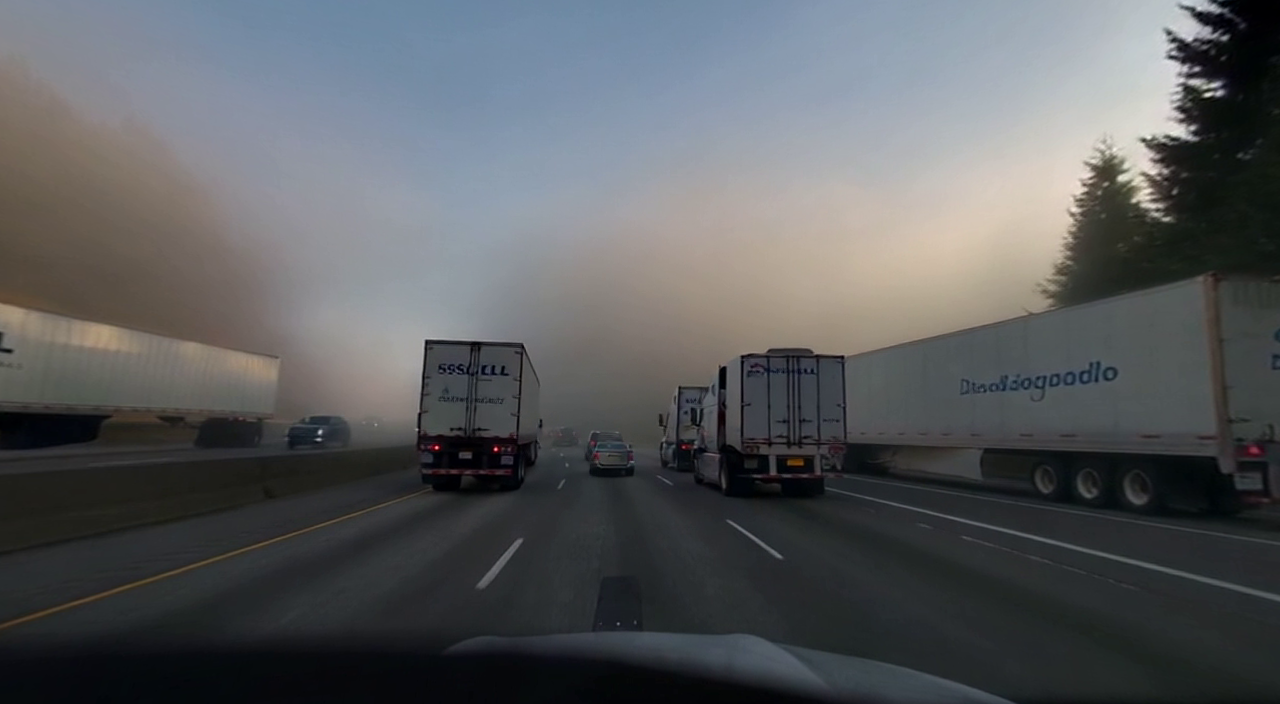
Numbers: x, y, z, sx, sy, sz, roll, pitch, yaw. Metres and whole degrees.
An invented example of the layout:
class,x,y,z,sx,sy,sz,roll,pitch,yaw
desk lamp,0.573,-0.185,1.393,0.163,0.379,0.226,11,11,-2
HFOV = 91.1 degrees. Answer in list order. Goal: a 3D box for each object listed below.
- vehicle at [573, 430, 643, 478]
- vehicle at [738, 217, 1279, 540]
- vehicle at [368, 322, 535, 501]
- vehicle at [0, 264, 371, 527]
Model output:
class,x,y,z,sx,sy,sz,roll,pitch,yaw
vehicle,-1.260,3.602,22.630,2.060,1.540,4.374,1,-8,-9
vehicle,7.242,0.970,12.901,2.820,4.084,13.786,4,-8,-26
vehicle,-4.717,1.817,17.857,2.822,3.788,8.799,1,-8,-6
vehicle,-11.065,0.981,12.183,2.867,4.125,14.026,-2,-8,13
